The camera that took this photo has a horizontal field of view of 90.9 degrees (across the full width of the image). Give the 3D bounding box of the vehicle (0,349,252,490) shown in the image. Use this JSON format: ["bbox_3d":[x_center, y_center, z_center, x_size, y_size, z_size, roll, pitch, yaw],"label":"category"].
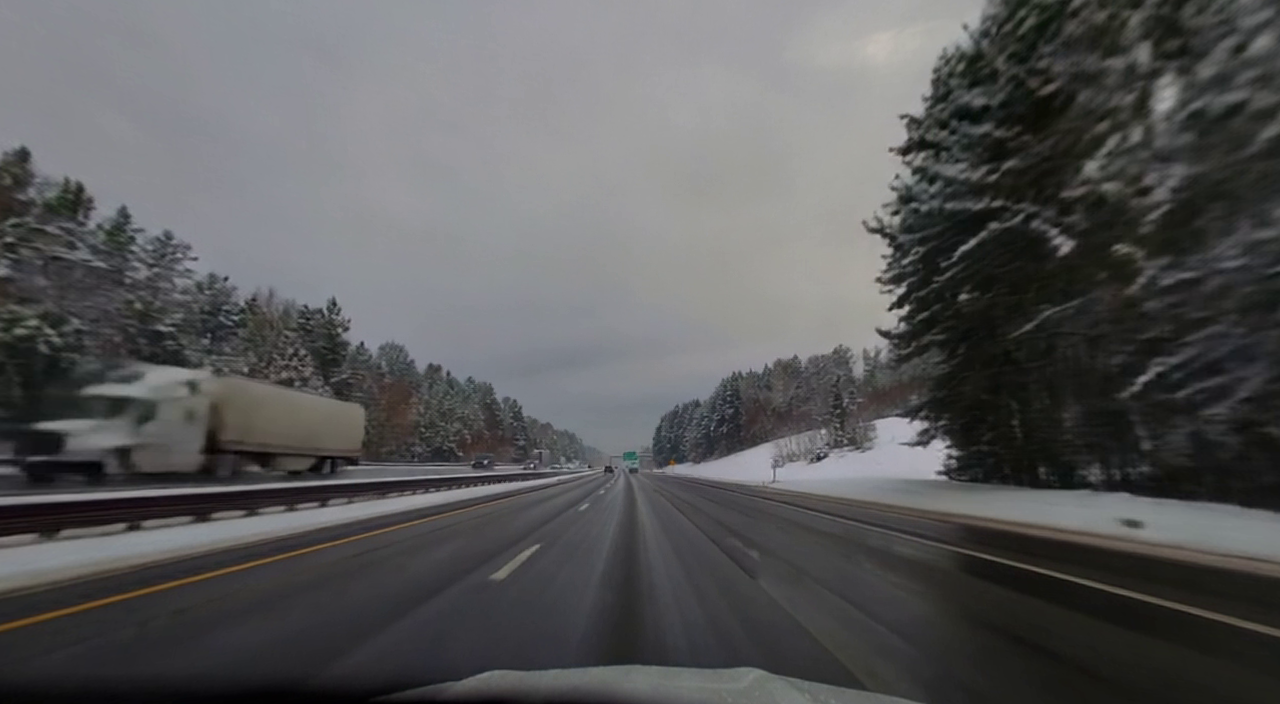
[{"bbox_3d":[-16.040,2.360,20.351,2.975,3.883,5.859,1,-10,1],"label":"vehicle"}]
